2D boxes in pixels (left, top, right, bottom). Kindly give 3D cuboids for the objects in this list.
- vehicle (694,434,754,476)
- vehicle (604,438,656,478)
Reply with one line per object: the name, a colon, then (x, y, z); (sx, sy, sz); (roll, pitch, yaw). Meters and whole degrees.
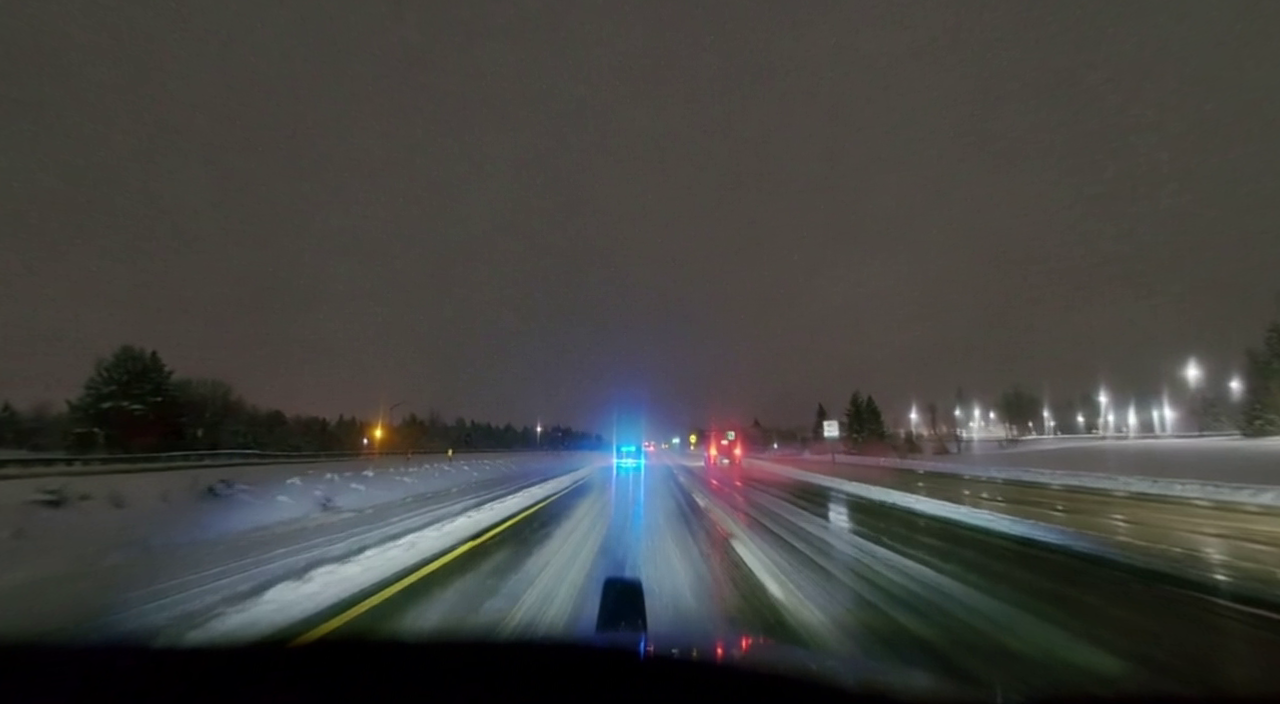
vehicle: (3.639, 4.565, 27.977); (2.063, 1.698, 4.355); (0, -8, 0)
vehicle: (-0.383, 4.516, 27.018); (2.050, 1.546, 4.344); (0, -8, 1)
